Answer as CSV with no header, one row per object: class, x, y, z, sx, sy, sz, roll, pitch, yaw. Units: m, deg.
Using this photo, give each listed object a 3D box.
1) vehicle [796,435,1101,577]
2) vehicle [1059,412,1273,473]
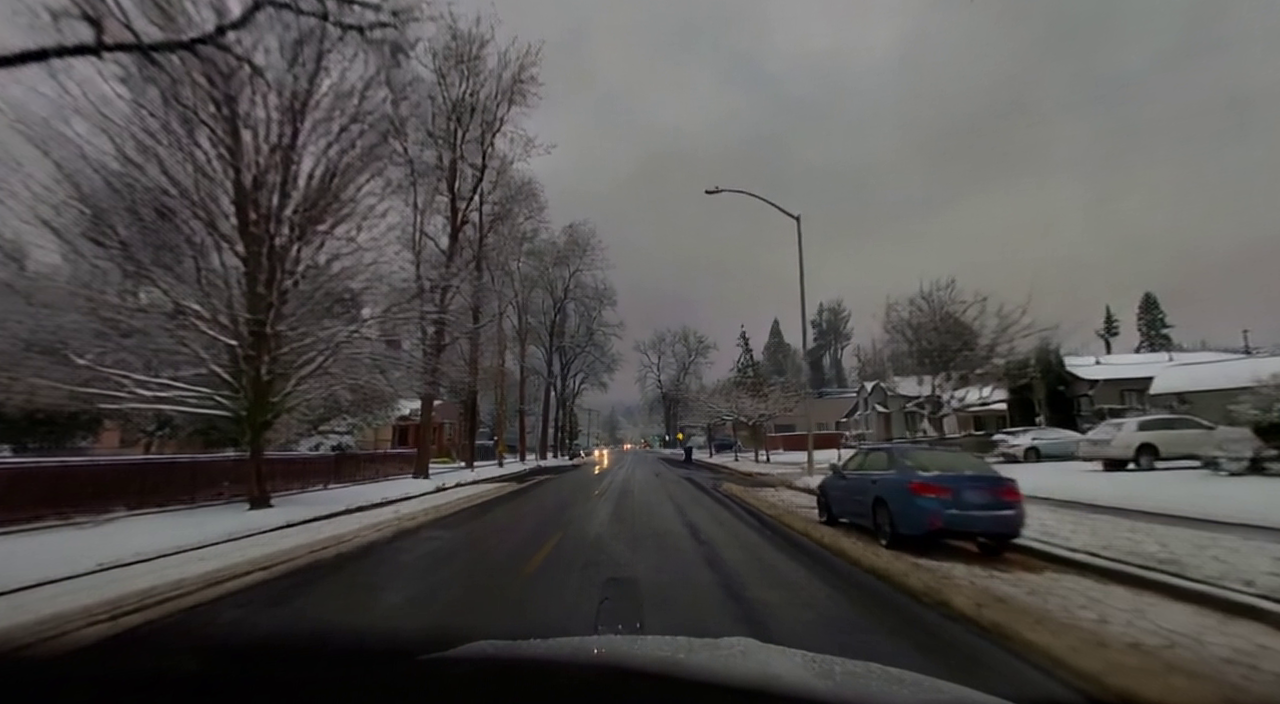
vehicle,3.815,1.948,8.904,2.013,1.473,4.329,0,-8,-1
vehicle,15.380,2.667,18.695,4.505,1.667,2.018,0,-8,-1
